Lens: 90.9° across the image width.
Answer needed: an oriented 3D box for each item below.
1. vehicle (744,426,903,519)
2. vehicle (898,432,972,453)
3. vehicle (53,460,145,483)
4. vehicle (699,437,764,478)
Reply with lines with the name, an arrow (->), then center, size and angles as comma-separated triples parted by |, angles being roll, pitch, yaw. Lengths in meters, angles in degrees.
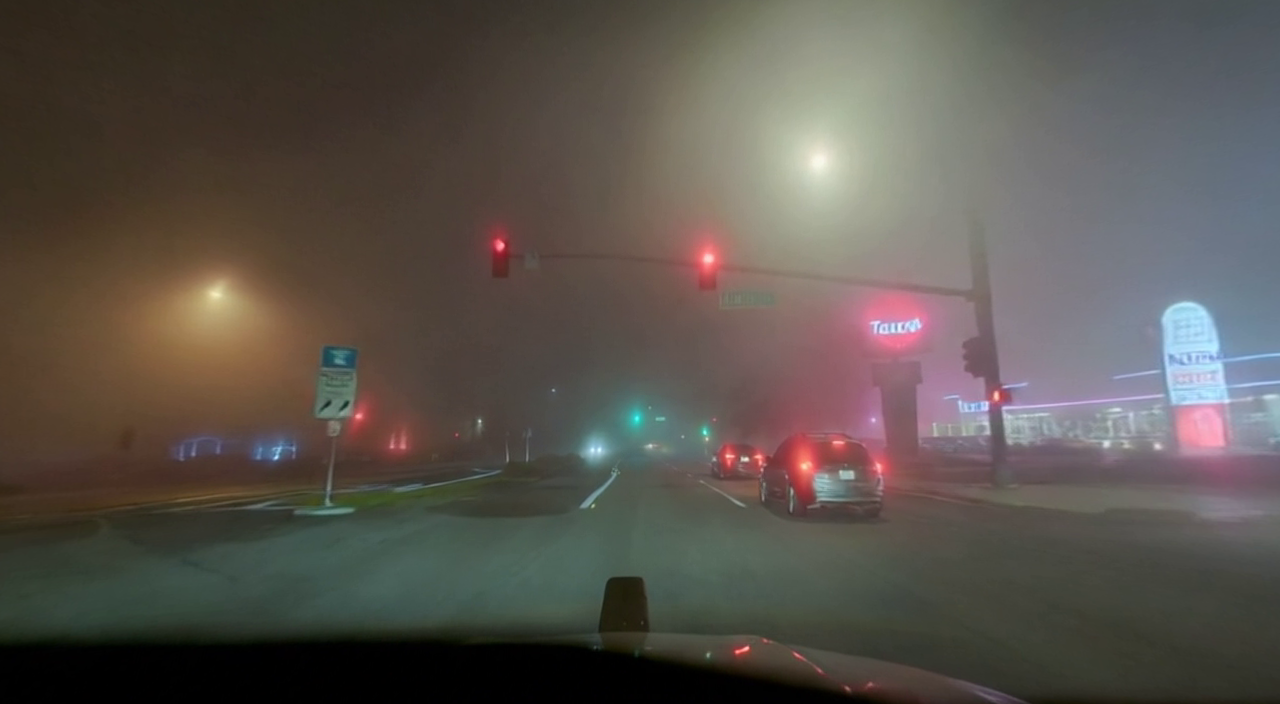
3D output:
vehicle -> 3.431, 2.329, 12.698 | 1.931, 1.534, 4.126 | 0, -8, 0
vehicle -> 22.040, 6.790, 47.160 | 4.532, 1.477, 1.914 | -1, -8, 3
vehicle -> -37.758, 8.353, 44.050 | 4.648, 1.484, 1.908 | 0, -8, 0
vehicle -> 3.542, 4.199, 25.331 | 1.870, 1.467, 4.800 | 0, -8, 0
